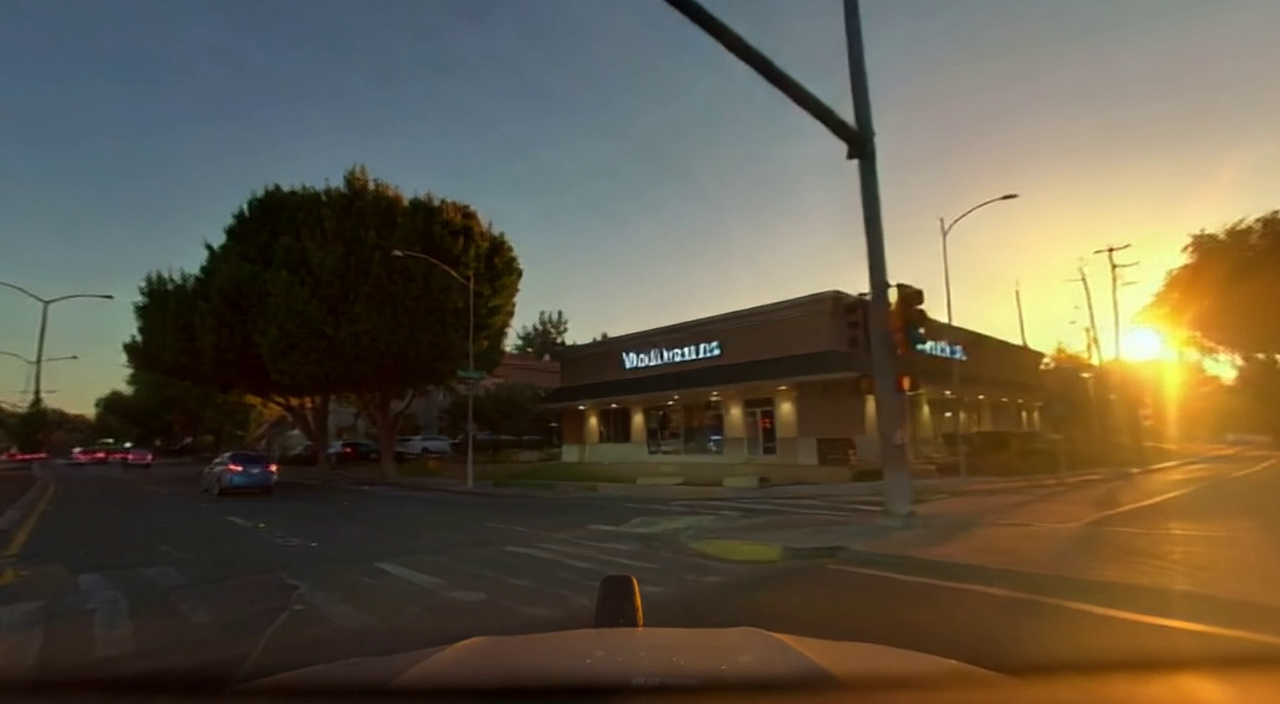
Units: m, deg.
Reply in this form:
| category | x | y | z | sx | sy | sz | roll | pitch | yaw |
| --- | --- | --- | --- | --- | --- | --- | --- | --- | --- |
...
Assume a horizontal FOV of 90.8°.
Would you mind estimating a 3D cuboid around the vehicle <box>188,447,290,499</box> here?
| category | x | y | z | sx | sy | sz | roll | pitch | yaw |
| --- | --- | --- | --- | --- | --- | --- | --- | --- | --- |
| vehicle | -14.622 | 4.307 | 22.947 | 2.197 | 1.642 | 4.312 | 8 | -11 | -43 |

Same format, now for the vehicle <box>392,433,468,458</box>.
| category | x | y | z | sx | sy | sz | roll | pitch | yaw |
| --- | --- | --- | --- | --- | --- | --- | --- | --- | --- |
| vehicle | -15.659 | 7.005 | 47.233 | 2.189 | 1.737 | 4.851 | -8 | -12 | 44 |
